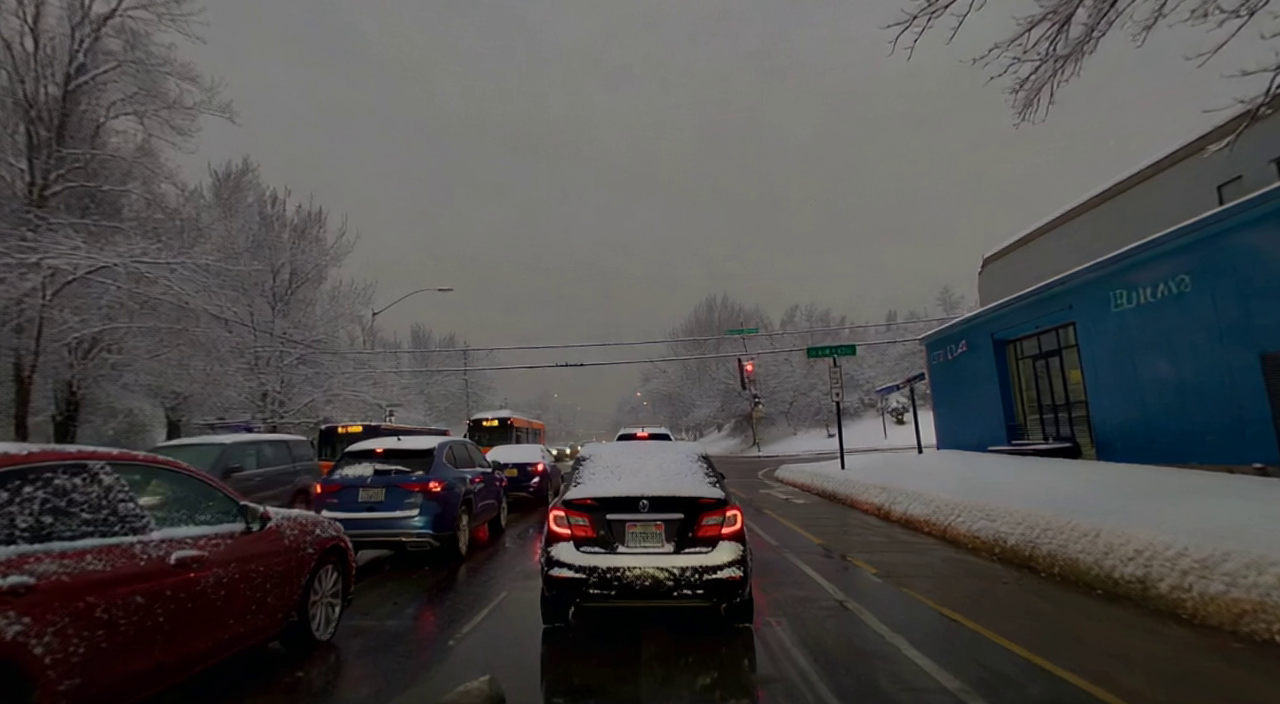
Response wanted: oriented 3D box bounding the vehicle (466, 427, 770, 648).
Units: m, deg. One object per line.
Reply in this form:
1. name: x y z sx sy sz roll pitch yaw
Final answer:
1. vehicle: -0.136 1.526 6.178 2.031 1.461 3.763 0 -8 1

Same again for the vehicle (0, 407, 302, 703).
1. vehicle: -3.169 0.878 1.748 1.867 1.486 4.452 0 -8 2

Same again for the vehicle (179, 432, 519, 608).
1. vehicle: -2.918 1.758 7.640 1.944 1.481 4.385 0 -8 1
